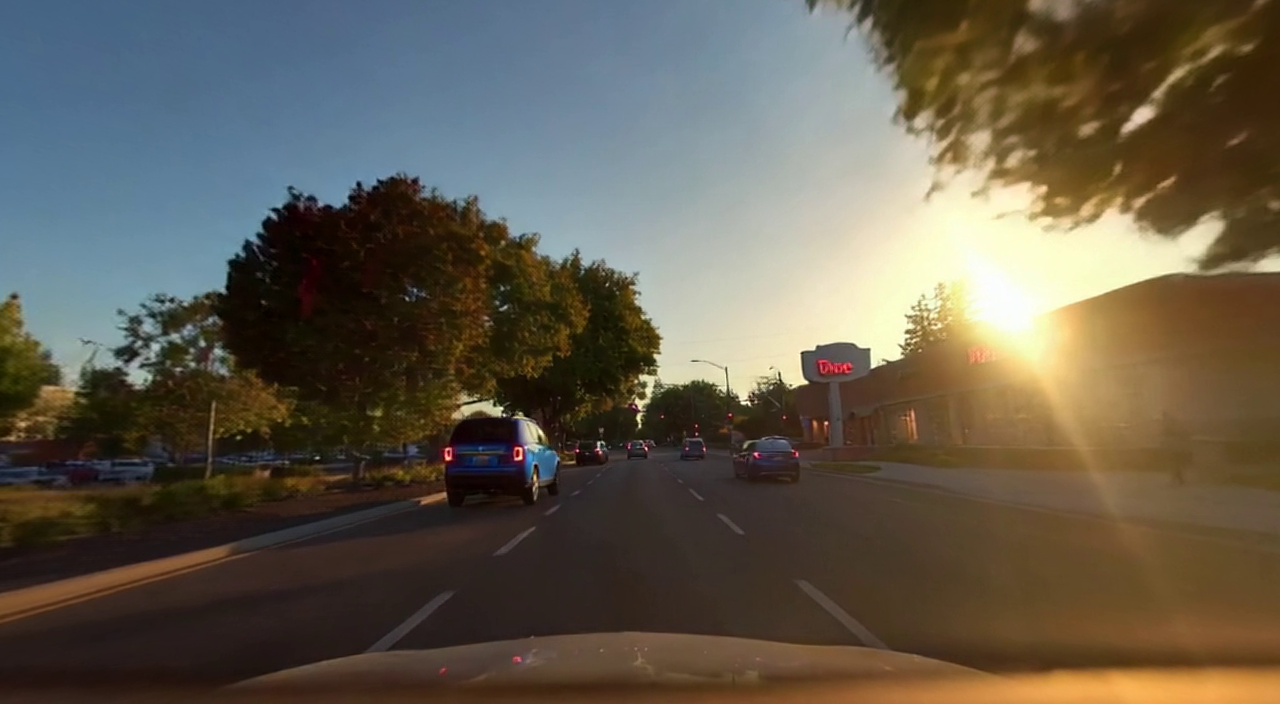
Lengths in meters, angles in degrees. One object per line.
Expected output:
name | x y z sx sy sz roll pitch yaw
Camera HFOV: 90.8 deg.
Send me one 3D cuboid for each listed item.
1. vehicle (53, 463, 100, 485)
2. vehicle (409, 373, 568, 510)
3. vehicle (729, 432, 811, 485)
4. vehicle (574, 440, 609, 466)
vehicle | -42.034 9.064 47.100 4.478 1.494 1.934 -8 -11 41
vehicle | -3.432 2.265 15.925 2.443 2.784 5.862 0 -9 1
vehicle | 4.375 3.655 21.990 1.869 1.646 4.166 0 -9 -1
vehicle | -3.340 7.068 44.452 2.030 1.724 4.365 0 -9 1
